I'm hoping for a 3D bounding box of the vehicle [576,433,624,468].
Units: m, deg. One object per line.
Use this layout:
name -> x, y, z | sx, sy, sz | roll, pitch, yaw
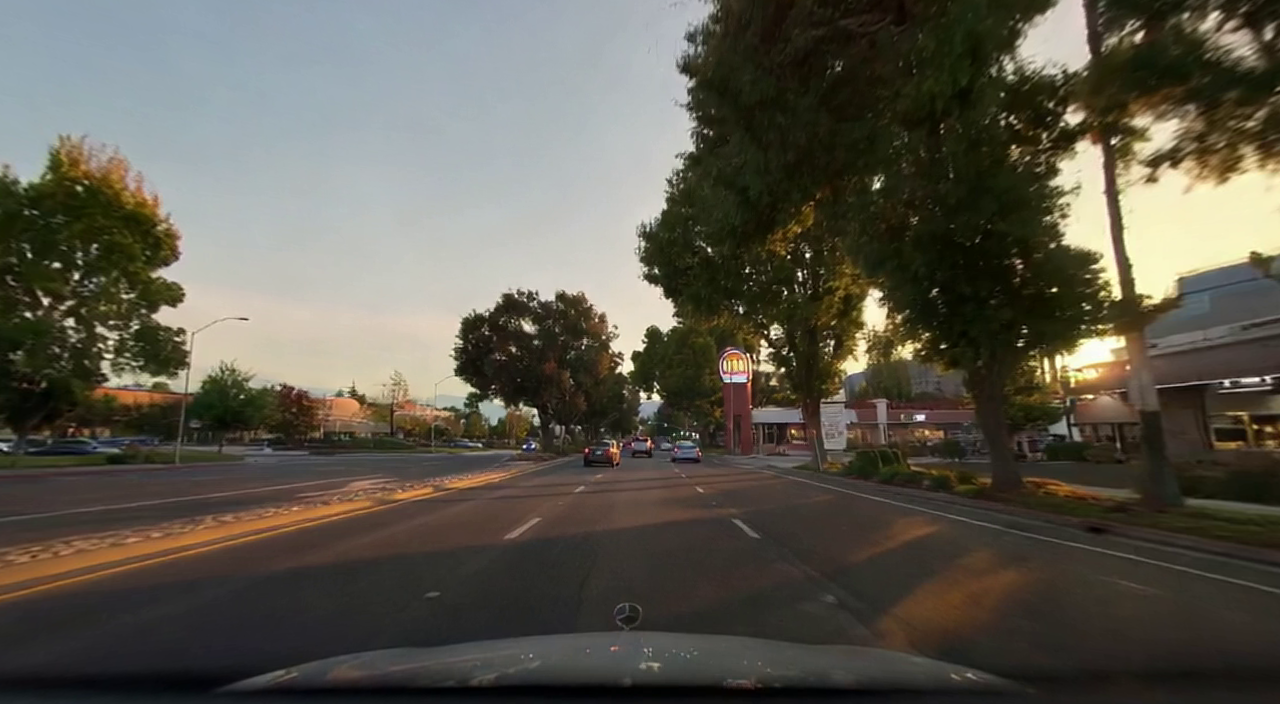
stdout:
vehicle -> -2.290, 5.832, 37.398 | 2.222, 1.899, 5.006 | 0, -8, 4
